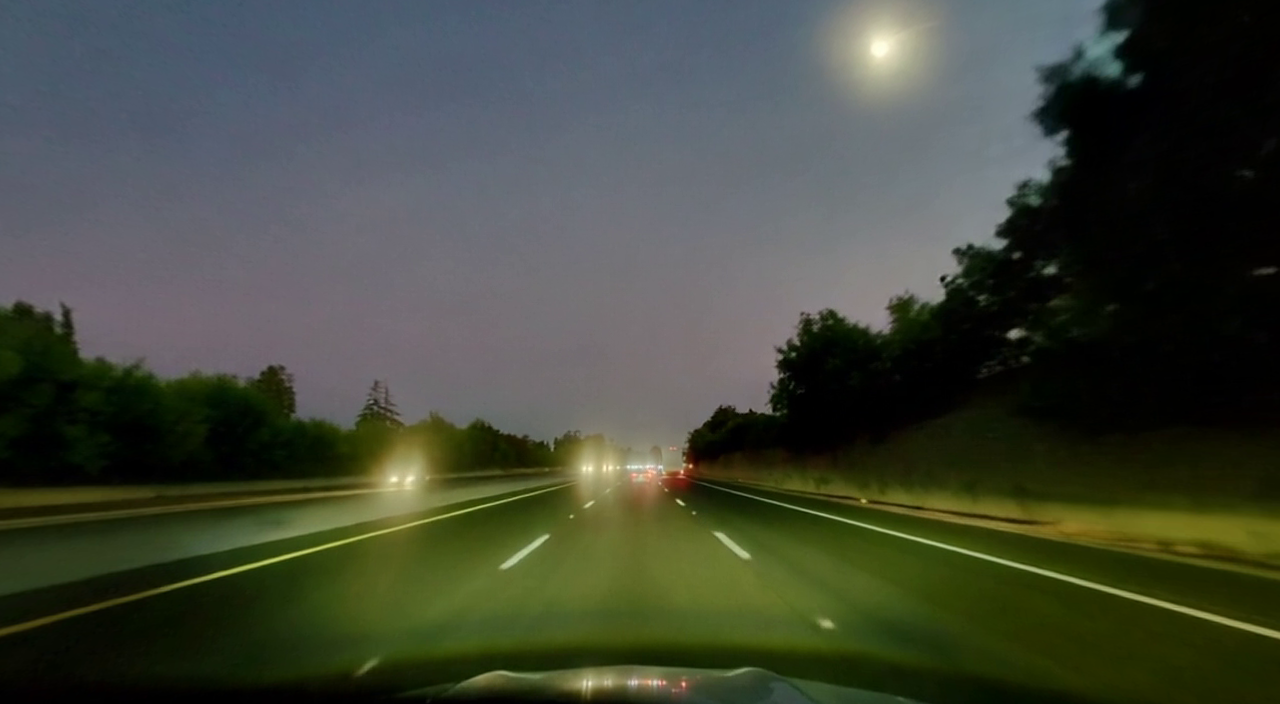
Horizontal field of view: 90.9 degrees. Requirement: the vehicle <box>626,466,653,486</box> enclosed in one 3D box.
[{"bbox_3d":[-0.083,9.739,49.503,2.015,1.478,3.920,1,-10,-1],"label":"vehicle"}]
